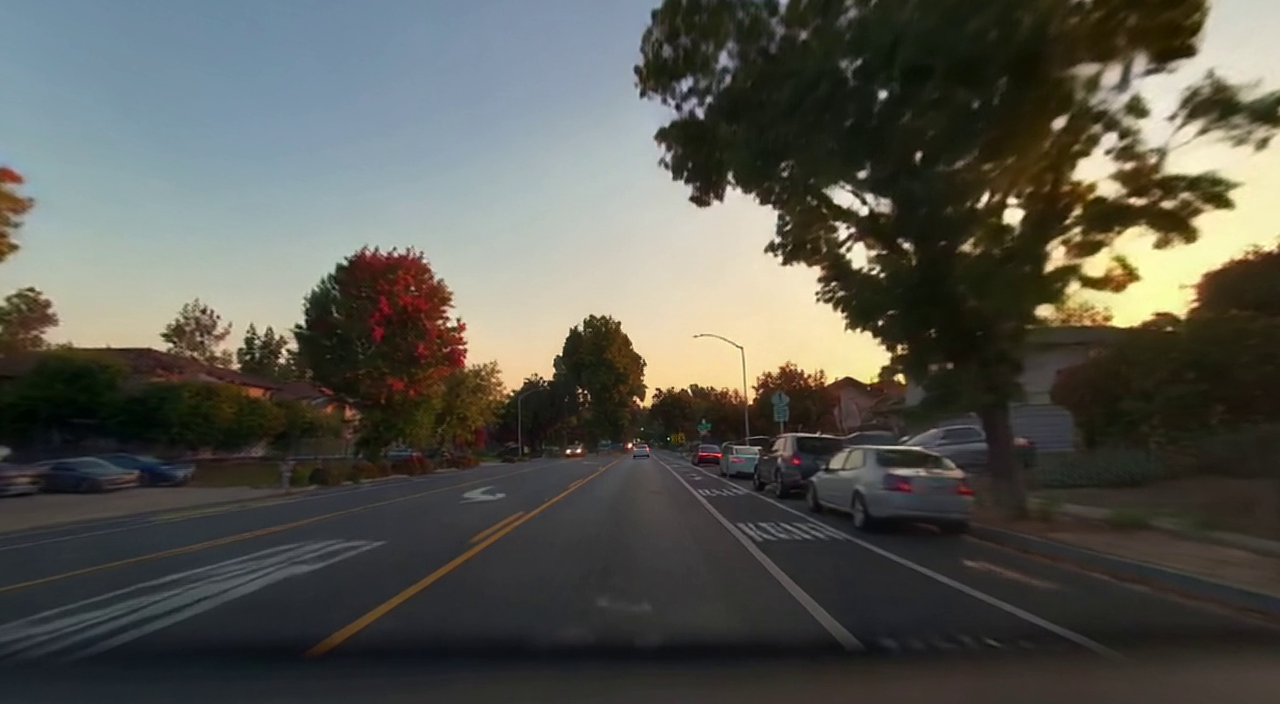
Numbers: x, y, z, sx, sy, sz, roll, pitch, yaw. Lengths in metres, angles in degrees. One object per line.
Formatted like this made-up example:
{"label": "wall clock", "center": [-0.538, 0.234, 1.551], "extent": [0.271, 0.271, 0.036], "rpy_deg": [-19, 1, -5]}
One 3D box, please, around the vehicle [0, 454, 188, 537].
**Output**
{"label": "vehicle", "center": [-12.989, 3.299, 14.942], "extent": [1.879, 1.491, 3.678], "rpy_deg": [-3, -7, -2]}

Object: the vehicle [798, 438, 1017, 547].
{"label": "vehicle", "center": [4.311, 2.299, 11.053], "extent": [1.918, 1.510, 4.323], "rpy_deg": [0, -8, 0]}

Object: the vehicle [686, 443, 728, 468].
{"label": "vehicle", "center": [4.394, 6.899, 42.356], "extent": [2.154, 1.550, 5.785], "rpy_deg": [0, -8, 0]}
